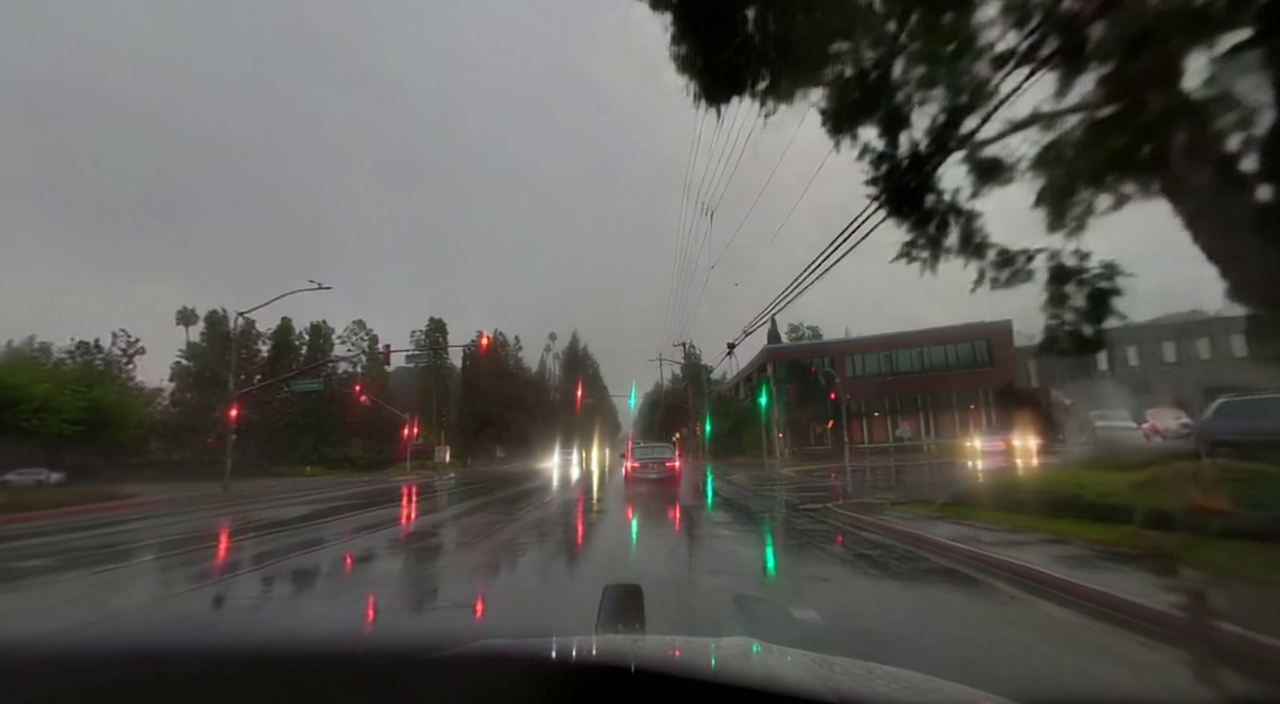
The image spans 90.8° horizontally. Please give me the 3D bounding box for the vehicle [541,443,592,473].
[{"bbox_3d":[-3.792,5.572,33.353,2.153,1.474,4.284,0,-8,1],"label":"vehicle"}]

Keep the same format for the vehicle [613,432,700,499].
[{"bbox_3d":[0.403,3.111,17.681,2.156,1.636,3.923,0,-8,0],"label":"vehicle"}]
